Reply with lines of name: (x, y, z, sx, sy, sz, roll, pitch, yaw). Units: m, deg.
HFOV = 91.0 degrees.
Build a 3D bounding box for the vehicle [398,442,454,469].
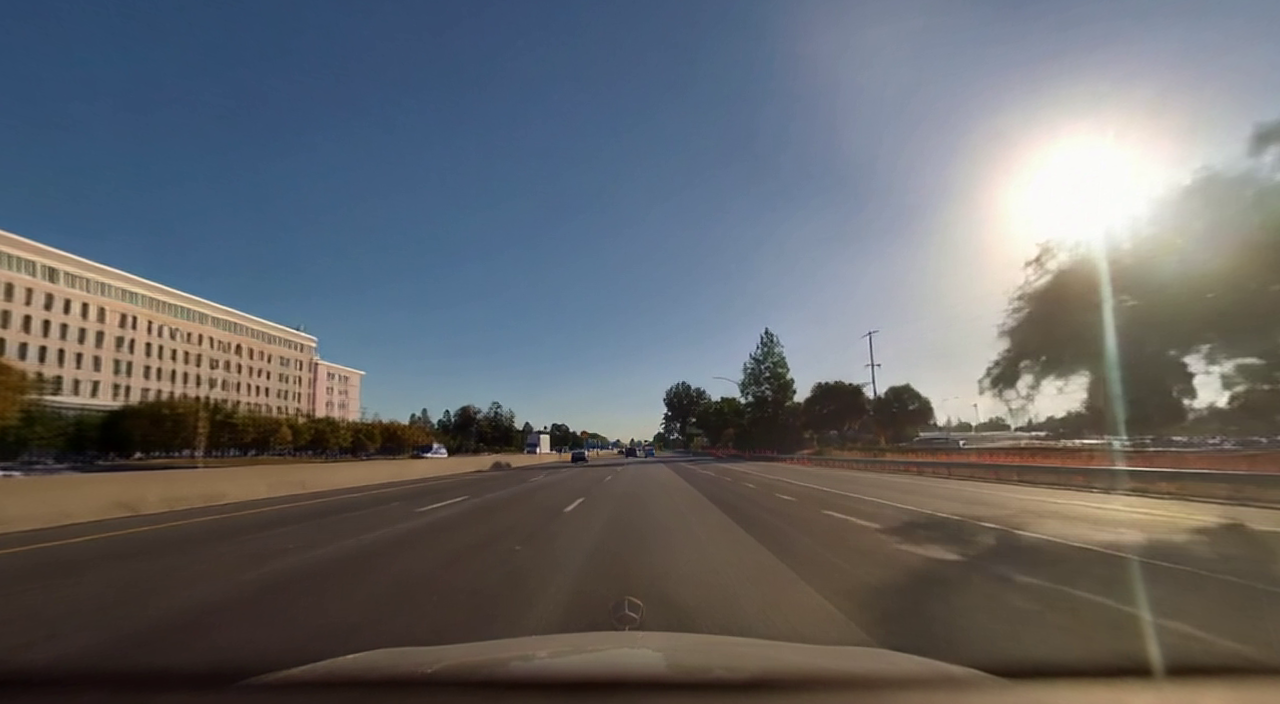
vehicle: (-16.020, 7.786, 47.462, 2.285, 1.911, 5.206, 0, -9, 1)
